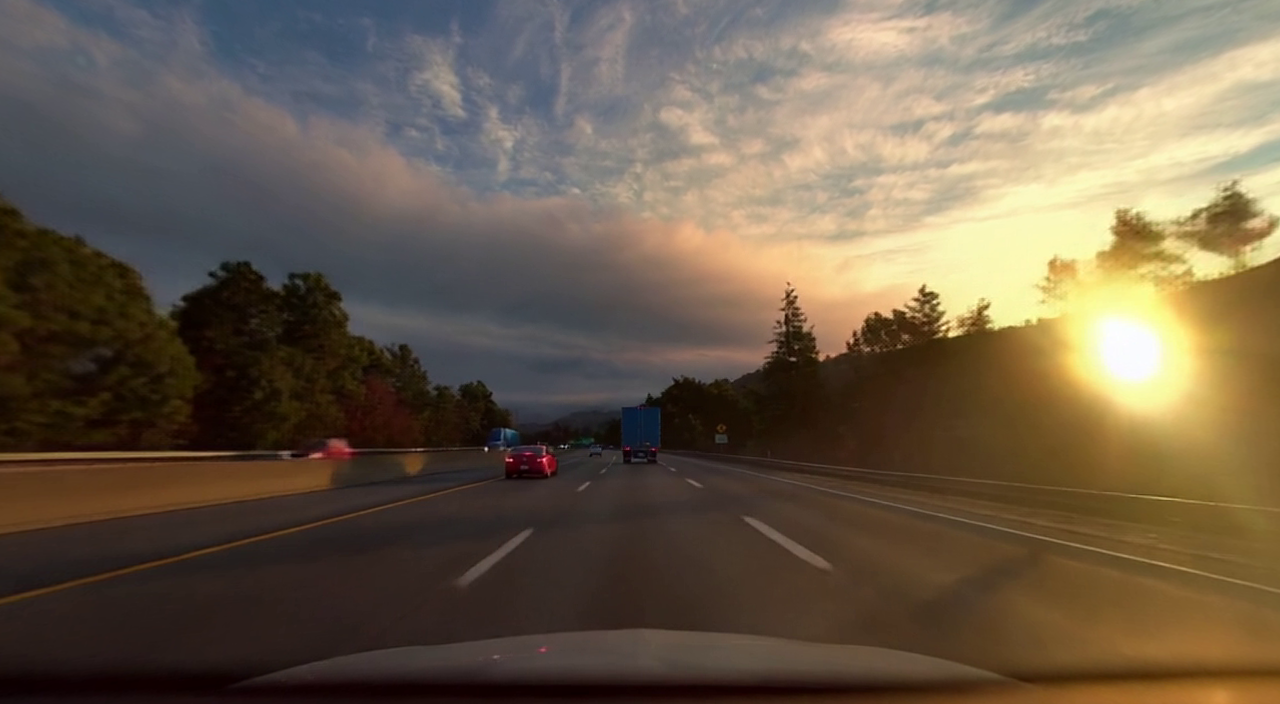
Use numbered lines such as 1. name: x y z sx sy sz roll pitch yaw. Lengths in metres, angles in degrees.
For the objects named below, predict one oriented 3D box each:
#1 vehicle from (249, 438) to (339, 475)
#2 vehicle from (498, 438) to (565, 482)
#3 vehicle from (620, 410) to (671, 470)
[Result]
1. vehicle: -16.465 4.997 30.288 1.858 1.656 4.276 0 -9 0
2. vehicle: -4.279 4.335 25.500 1.977 1.602 3.944 0 -9 0
3. vehicle: 0.181 6.010 42.577 2.893 3.628 9.081 0 -9 -3
